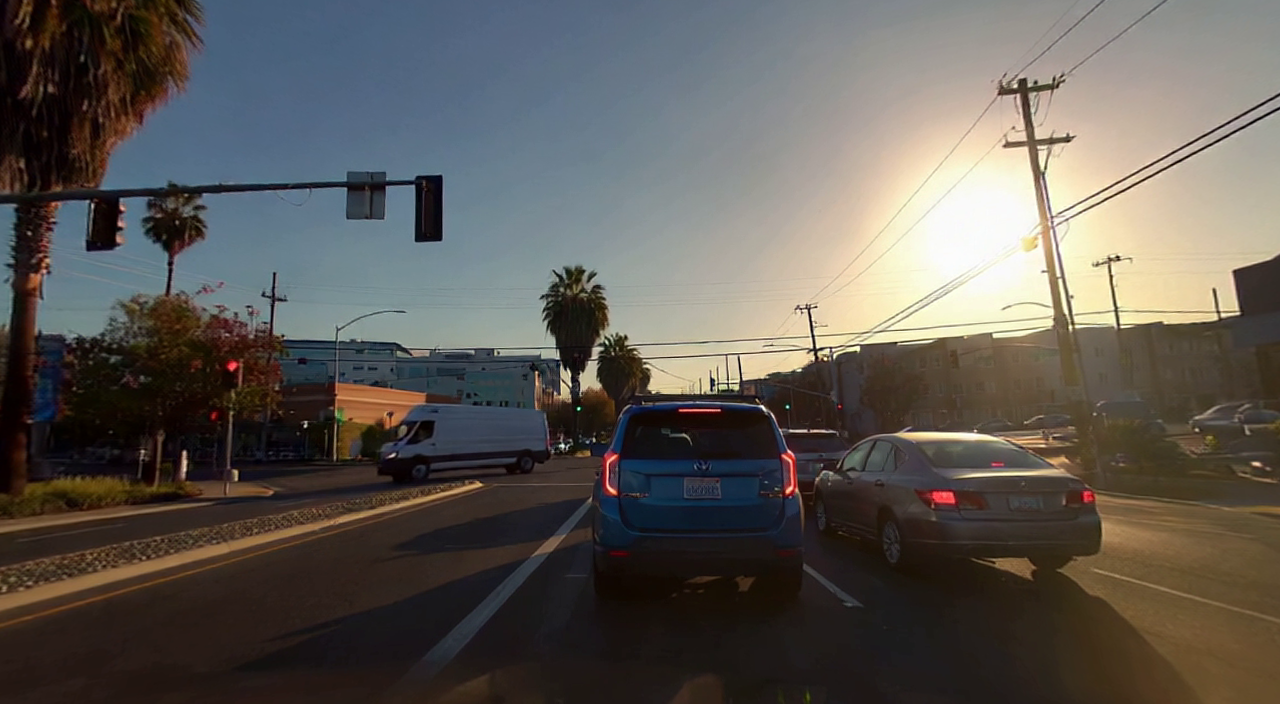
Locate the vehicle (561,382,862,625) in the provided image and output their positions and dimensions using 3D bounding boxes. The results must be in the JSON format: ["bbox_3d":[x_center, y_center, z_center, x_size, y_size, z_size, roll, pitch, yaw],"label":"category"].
[{"bbox_3d":[0.453,1.438,6.879,2.228,1.780,4.269,0,-9,-2],"label":"vehicle"}]

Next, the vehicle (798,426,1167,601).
[{"bbox_3d":[3.439,1.683,7.503,1.895,1.456,4.255,0,-9,-2],"label":"vehicle"}]

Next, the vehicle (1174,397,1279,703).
[{"bbox_3d":[3.358,0.653,0.658,1.805,1.485,4.348,0,-9,1],"label":"vehicle"}]

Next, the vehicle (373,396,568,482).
[{"bbox_3d":[-8.602,4.844,34.575,2.973,3.889,11.535,-5,-10,29],"label":"vehicle"}]
